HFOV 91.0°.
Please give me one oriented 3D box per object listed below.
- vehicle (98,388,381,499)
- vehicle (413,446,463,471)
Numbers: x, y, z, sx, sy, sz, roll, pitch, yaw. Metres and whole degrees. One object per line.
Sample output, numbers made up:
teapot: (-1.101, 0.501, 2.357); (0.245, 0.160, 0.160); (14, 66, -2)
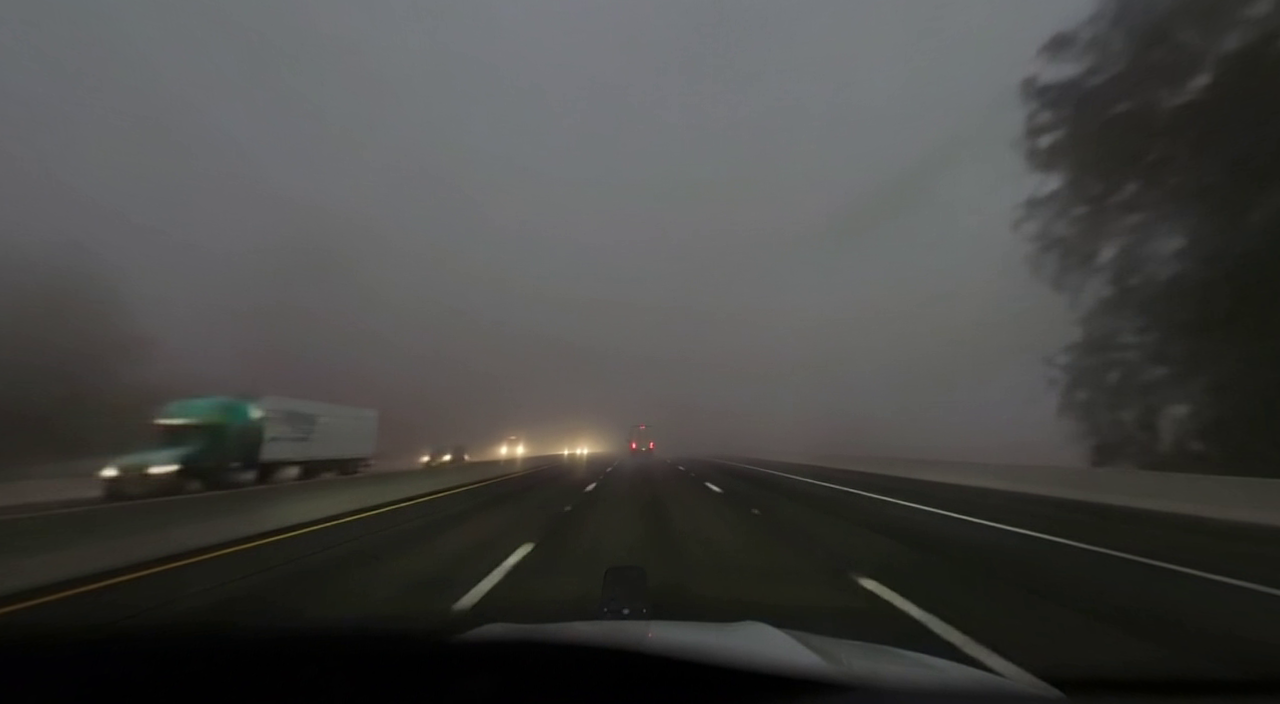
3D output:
vehicle: (-18.230, 4.592, 31.653); (3.275, 4.067, 16.823); (0, -8, 0)
vehicle: (-13.788, 7.289, 43.125); (1.905, 1.587, 4.385); (0, -8, 0)
